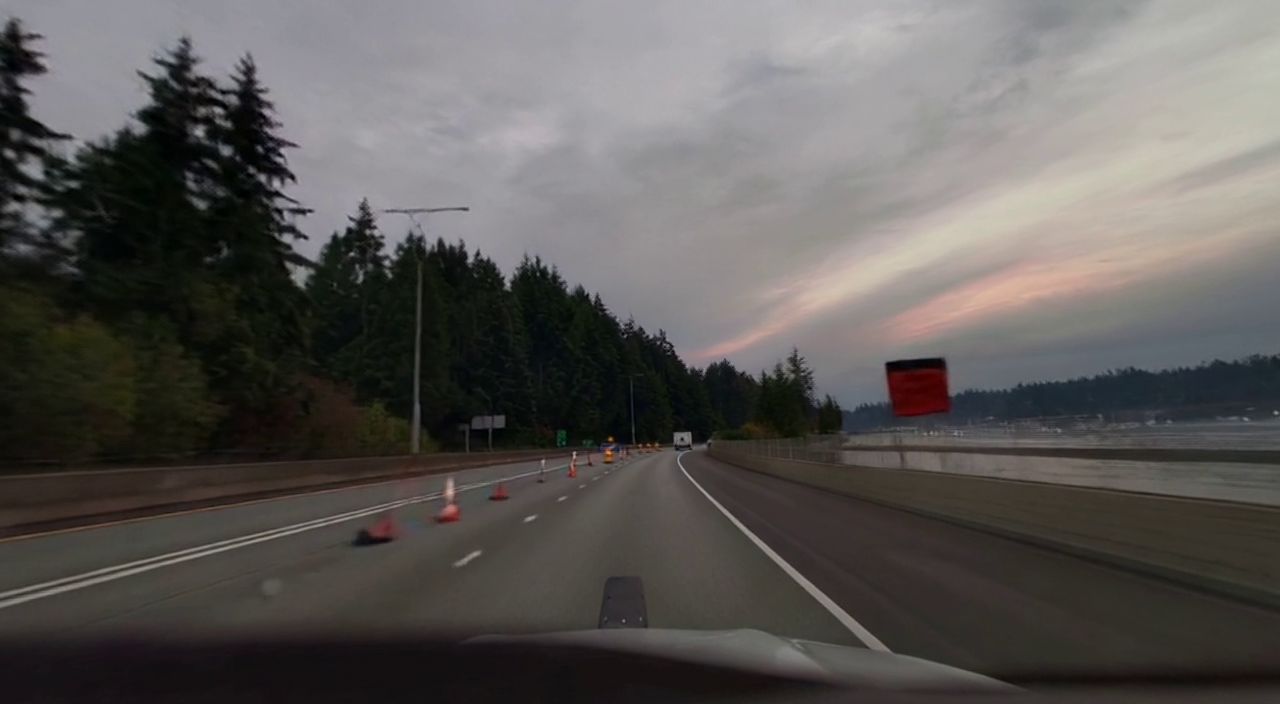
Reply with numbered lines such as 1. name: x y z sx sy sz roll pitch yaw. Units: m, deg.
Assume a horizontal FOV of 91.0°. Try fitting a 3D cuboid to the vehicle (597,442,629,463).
1. vehicle: -2.013 7.574 47.650 2.118 1.475 4.263 -1 -8 2
